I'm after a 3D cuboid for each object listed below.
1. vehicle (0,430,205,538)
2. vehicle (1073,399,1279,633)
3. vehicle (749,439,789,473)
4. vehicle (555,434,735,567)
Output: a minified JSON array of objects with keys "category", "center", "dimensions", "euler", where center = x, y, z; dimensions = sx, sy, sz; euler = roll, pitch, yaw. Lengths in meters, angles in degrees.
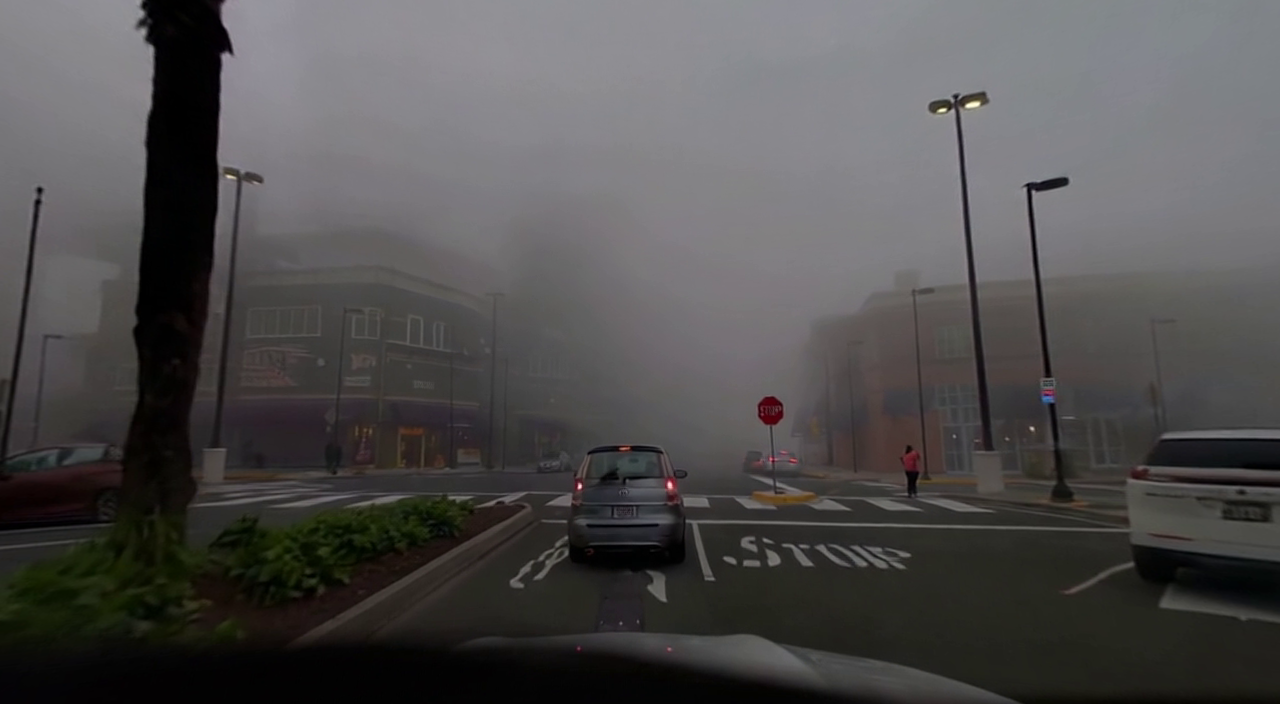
[{"category":"vehicle","center":[-10.797,2.344,11.550],"dimensions":[2.089,1.731,4.223],"euler":[-9,-12,44]},{"category":"vehicle","center":[6.101,1.431,6.285],"dimensions":[4.623,1.650,1.937],"euler":[8,-12,-44]},{"category":"vehicle","center":[9.466,7.586,46.394],"dimensions":[2.467,2.369,1.577],"euler":[4,-9,-37]},{"category":"vehicle","center":[0.172,1.980,9.183],"dimensions":[2.031,1.479,3.969],"euler":[-1,-9,4]}]
